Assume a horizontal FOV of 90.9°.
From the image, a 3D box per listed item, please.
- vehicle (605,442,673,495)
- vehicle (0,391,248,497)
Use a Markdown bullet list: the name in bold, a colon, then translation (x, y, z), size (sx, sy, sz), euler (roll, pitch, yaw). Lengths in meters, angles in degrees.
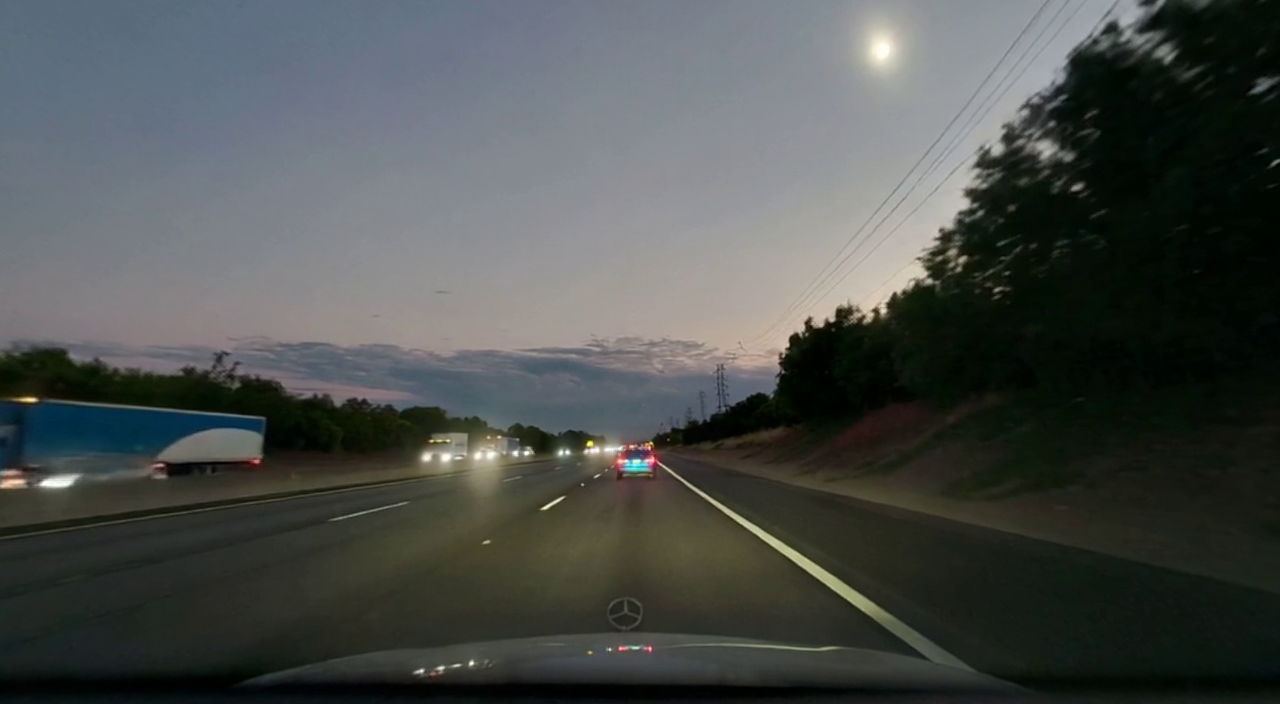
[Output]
- **vehicle**: translation (-0.053, 3.687, 20.262), size (1.966, 1.499, 4.298), euler (0, -9, -1)
- **vehicle**: translation (-24.916, 4.355, 29.239), size (2.894, 3.848, 16.526), euler (0, -9, 0)
